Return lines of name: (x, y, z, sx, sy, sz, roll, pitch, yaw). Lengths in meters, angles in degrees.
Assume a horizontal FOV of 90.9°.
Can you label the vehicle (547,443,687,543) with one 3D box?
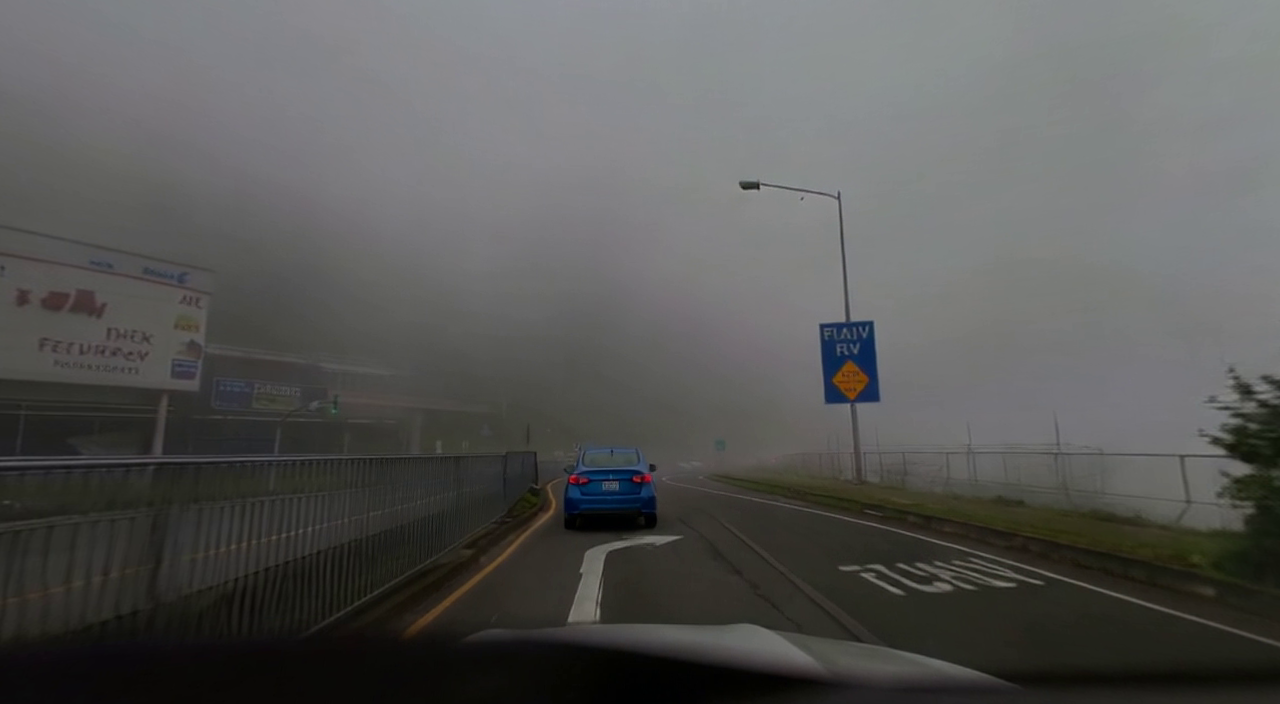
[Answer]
vehicle: (-0.415, 2.387, 11.306, 2.063, 1.442, 3.933, 0, -9, -2)
